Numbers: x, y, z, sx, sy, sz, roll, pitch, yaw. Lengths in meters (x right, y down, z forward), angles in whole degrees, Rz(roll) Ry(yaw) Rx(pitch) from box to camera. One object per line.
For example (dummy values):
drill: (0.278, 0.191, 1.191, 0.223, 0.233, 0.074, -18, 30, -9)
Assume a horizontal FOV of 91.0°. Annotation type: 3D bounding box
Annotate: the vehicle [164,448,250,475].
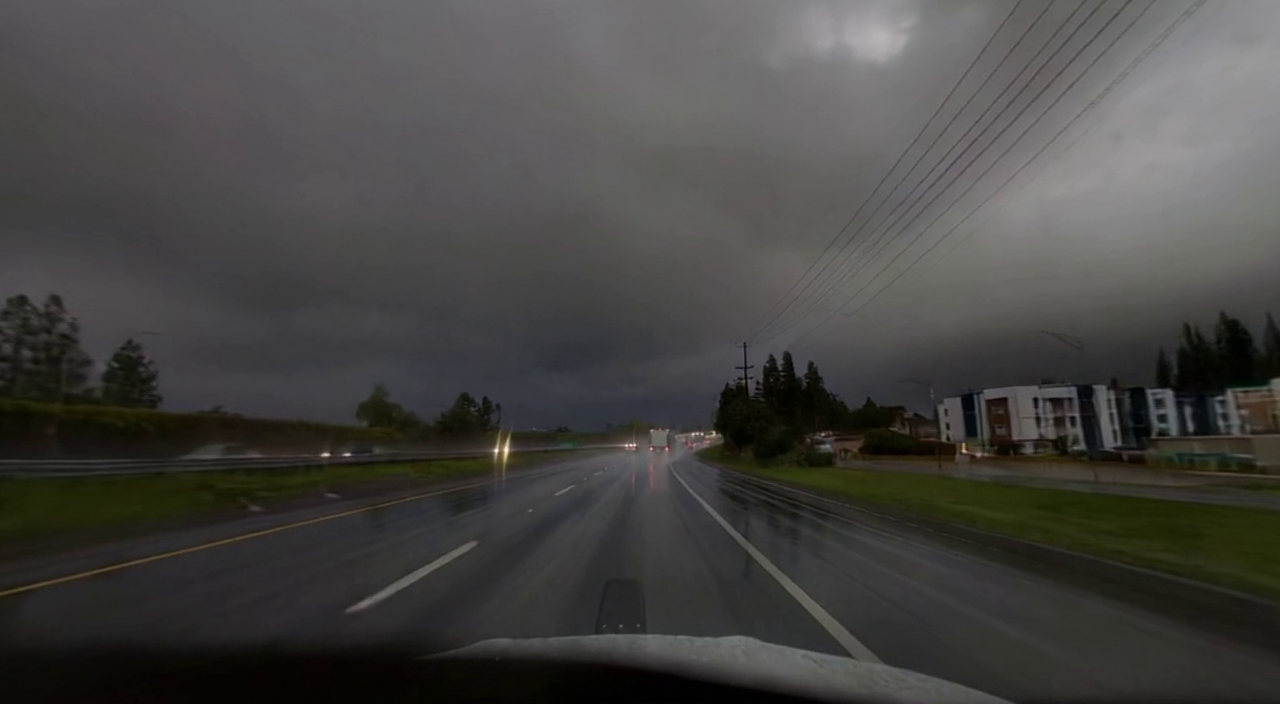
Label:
vehicle: (-26.733, 6.761, 39.072, 1.872, 1.530, 4.747, 0, -9, 1)
